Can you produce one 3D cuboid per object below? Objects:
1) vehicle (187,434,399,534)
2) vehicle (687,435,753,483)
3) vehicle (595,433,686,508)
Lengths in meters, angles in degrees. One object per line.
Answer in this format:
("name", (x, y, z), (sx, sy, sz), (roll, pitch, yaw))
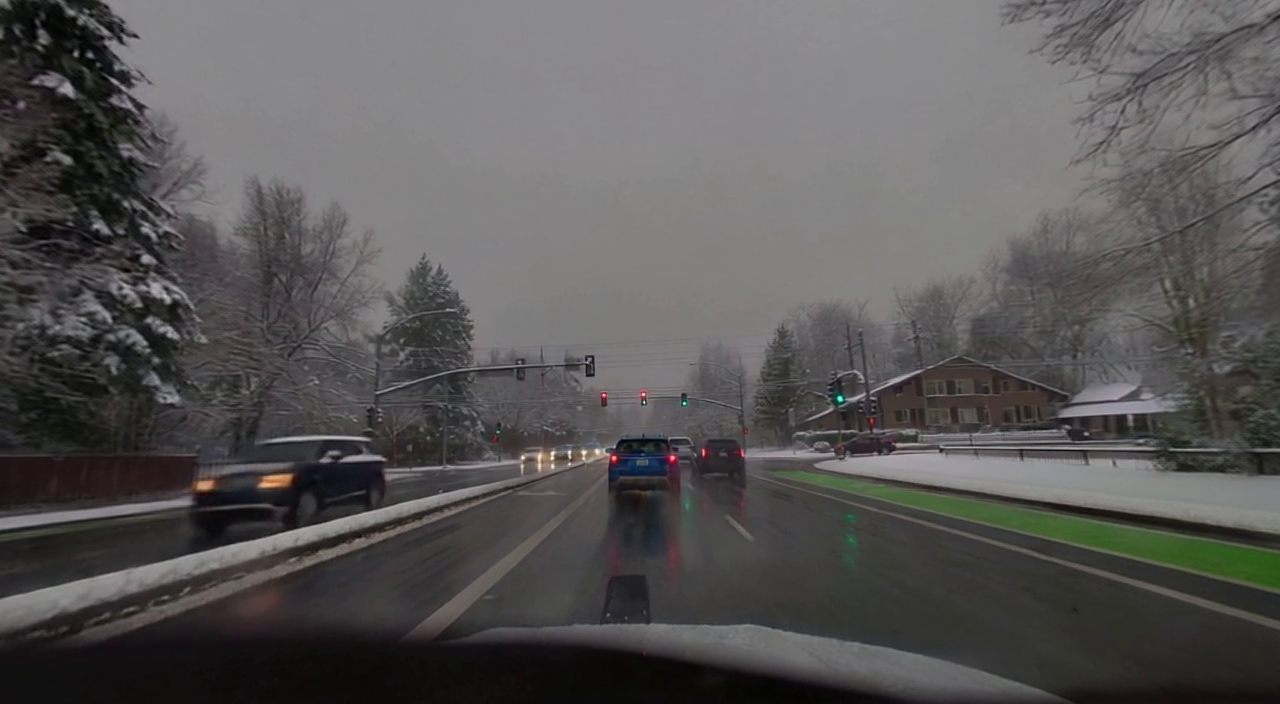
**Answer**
("vehicle", (-6.935, 2.648, 13.280), (2.005, 1.729, 4.293), (0, -8, 0))
("vehicle", (3.266, 4.498, 26.756), (2.189, 1.815, 4.495), (0, -8, 0))
("vehicle", (0.017, 3.068, 16.716), (2.109, 1.730, 3.963), (0, -8, 0))
